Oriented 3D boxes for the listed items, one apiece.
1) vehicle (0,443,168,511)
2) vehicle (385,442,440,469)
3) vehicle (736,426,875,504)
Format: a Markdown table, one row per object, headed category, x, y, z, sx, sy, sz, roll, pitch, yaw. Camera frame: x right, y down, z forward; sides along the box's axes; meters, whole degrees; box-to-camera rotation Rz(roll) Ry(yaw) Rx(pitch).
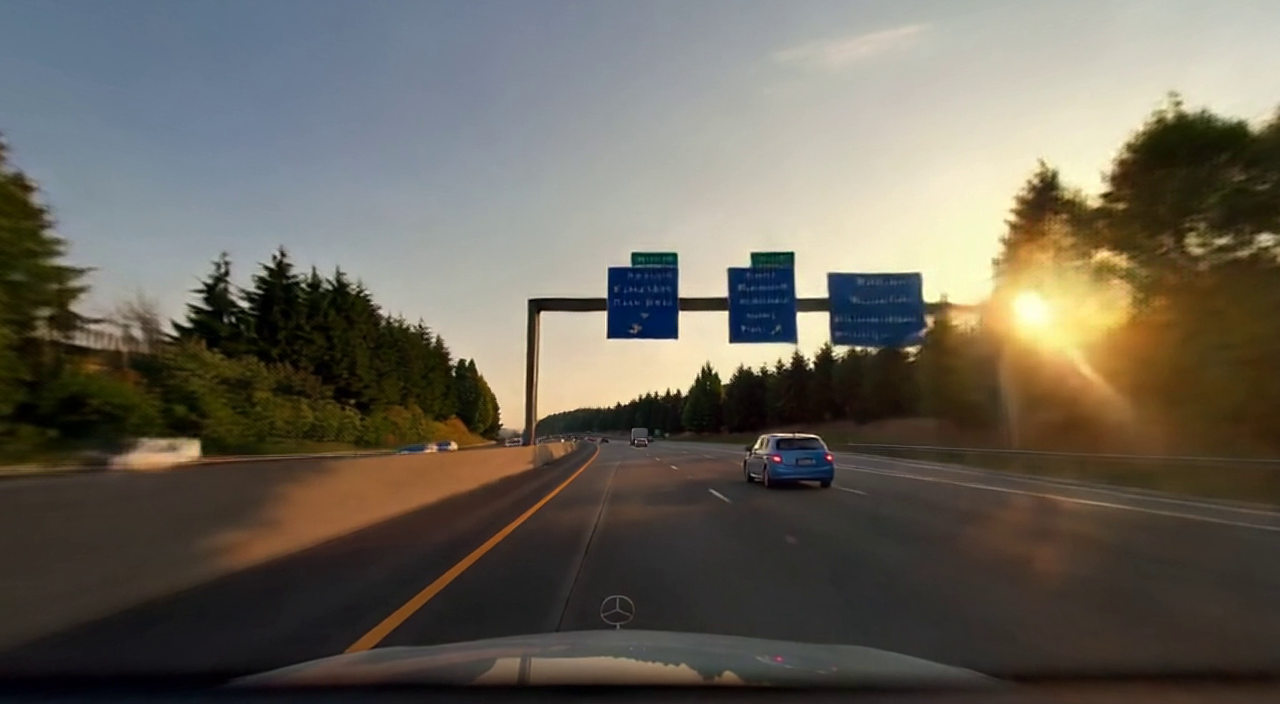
| category | x | y | z | sx | sy | sz | roll | pitch | yaw |
| --- | --- | --- | --- | --- | --- | --- | --- | --- | --- |
| vehicle | -16.607 | 3.554 | 18.549 | 1.893 | 1.670 | 4.671 | 0 | -8 | -2 |
| vehicle | -14.101 | 6.421 | 39.301 | 1.922 | 1.530 | 4.422 | 0 | -8 | -2 |
| vehicle | 3.639 | 2.550 | 14.744 | 1.958 | 1.526 | 4.227 | 0 | -8 | -2 |
